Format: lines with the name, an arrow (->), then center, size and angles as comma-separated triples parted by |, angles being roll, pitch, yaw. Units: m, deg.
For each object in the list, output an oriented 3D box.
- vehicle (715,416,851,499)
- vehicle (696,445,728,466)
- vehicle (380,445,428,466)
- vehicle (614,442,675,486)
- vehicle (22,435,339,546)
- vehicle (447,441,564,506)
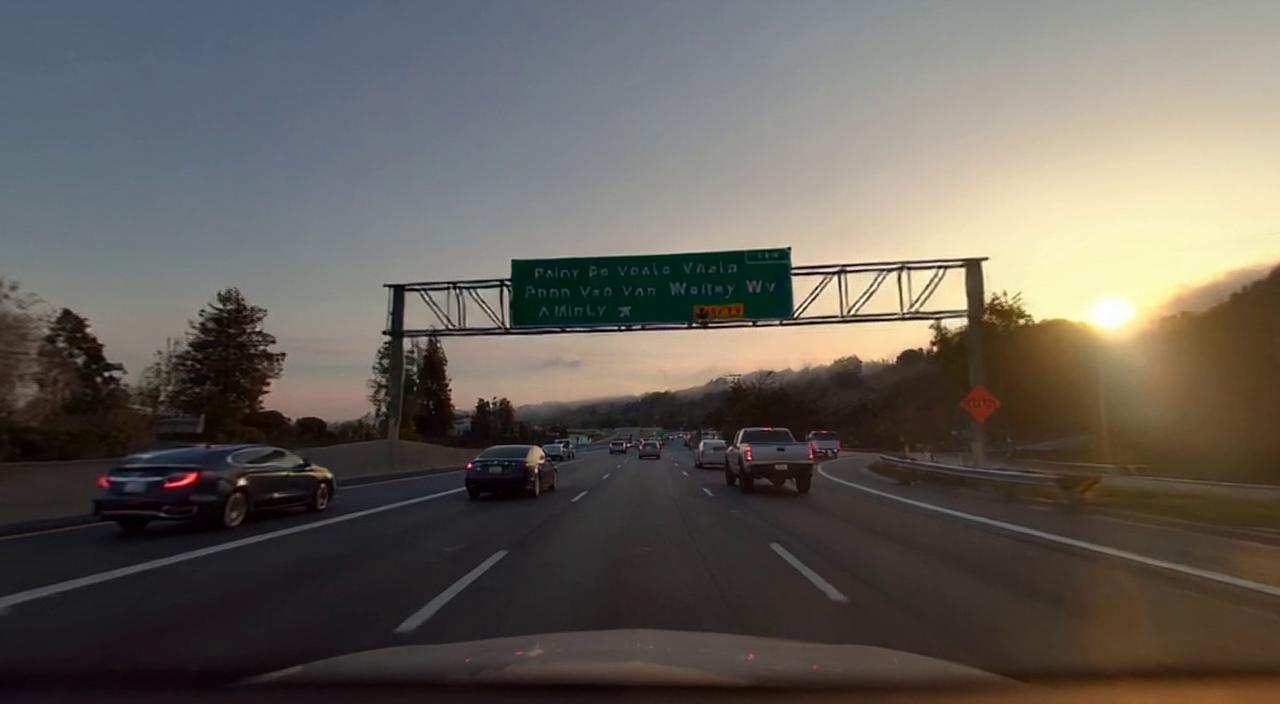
vehicle -> 4.108, 3.259, 19.755 | 2.802, 2.151, 6.579 | 0, -9, 1
vehicle -> 5.358, 7.756, 47.257 | 2.023, 1.507, 4.510 | 0, -9, 2
vehicle -> -18.441, 8.112, 49.473 | 1.897, 1.504, 4.444 | -1, -9, 2
vehicle -> 0.208, 4.172, 23.666 | 2.071, 1.478, 4.130 | 0, -9, 1
vehicle -> -7.454, 2.267, 11.006 | 2.065, 1.519, 4.491 | 0, -9, 1
vehicle -> -3.382, 3.162, 16.802 | 1.996, 1.488, 4.451 | 0, -9, 2
